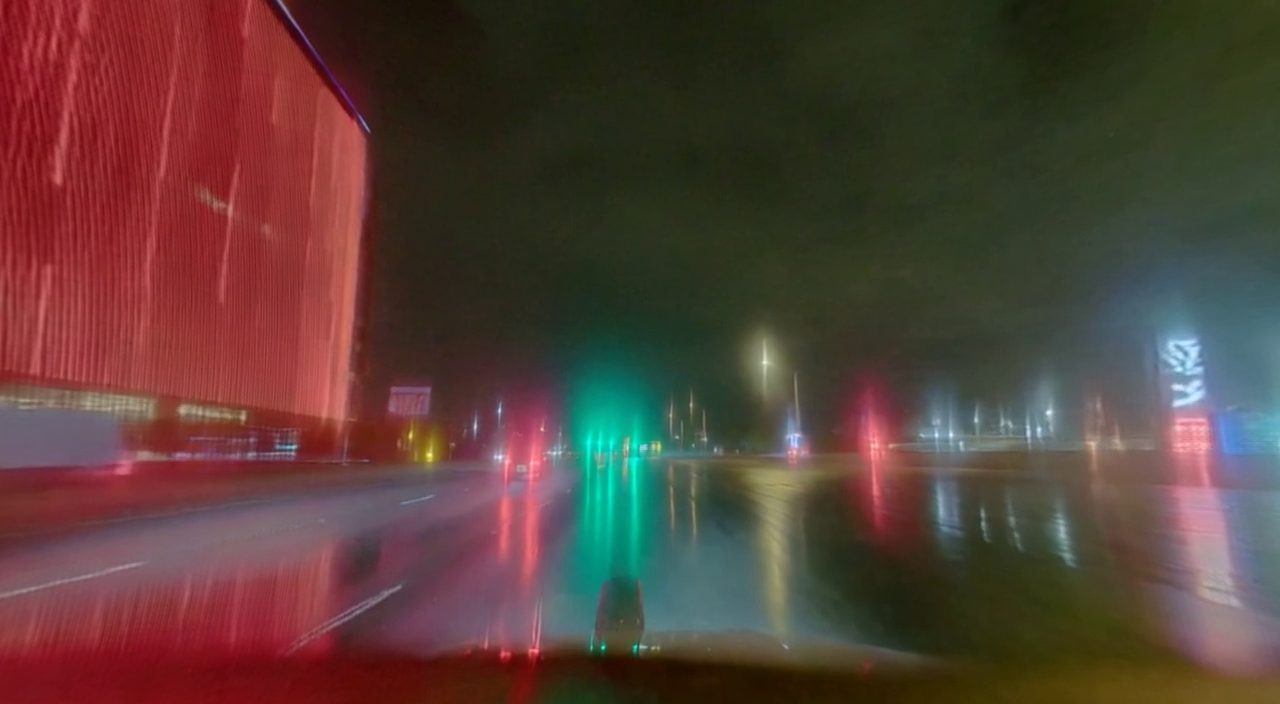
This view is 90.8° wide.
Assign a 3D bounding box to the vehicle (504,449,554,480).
[{"bbox_3d":[-5.873,5.997,33.986,1.943,1.510,4.201,0,-9,0],"label":"vehicle"}]

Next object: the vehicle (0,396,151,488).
[{"bbox_3d":[-24.512,3.620,25.115,2.785,3.272,9.199,0,-9,-1],"label":"vehicle"}]
